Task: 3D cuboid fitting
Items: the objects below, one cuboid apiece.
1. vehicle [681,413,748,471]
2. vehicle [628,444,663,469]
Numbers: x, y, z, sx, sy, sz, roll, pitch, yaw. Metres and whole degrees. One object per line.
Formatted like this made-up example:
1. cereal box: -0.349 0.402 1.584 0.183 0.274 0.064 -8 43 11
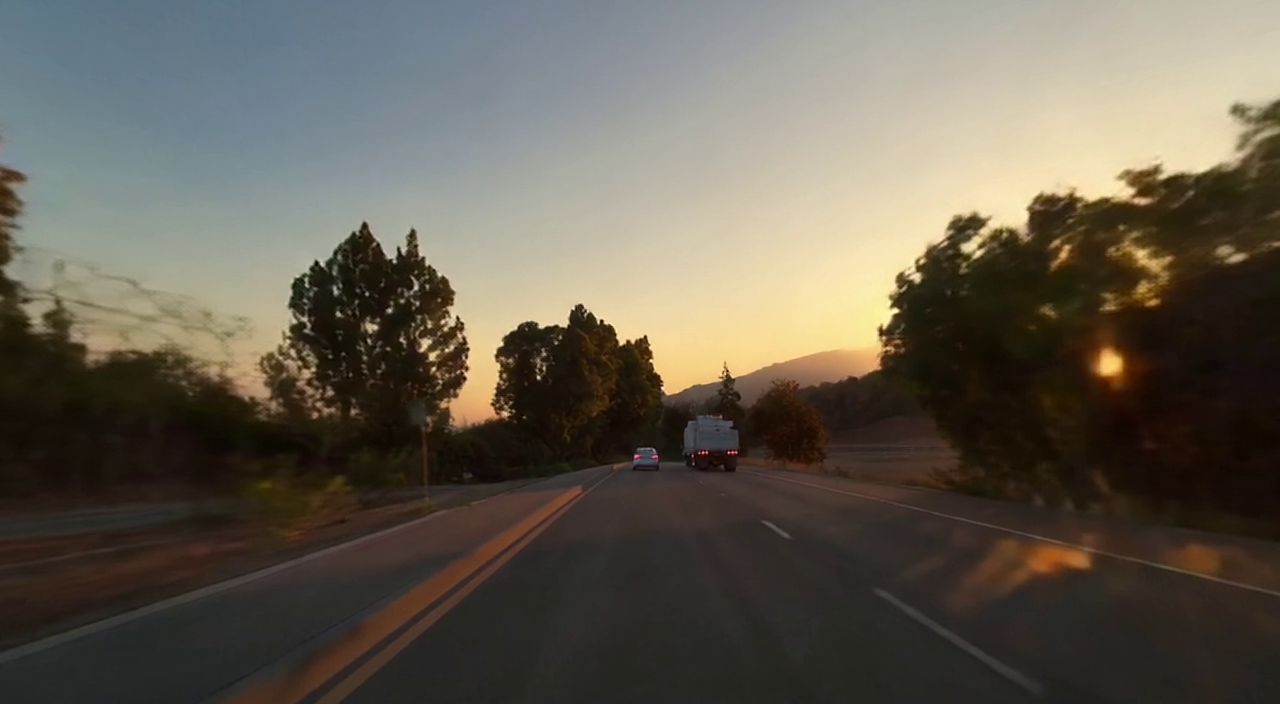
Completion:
1. vehicle: 4.399 5.593 38.911 3.015 3.211 7.982 0 -8 -1
2. vehicle: 0.360 6.680 40.368 2.170 1.544 4.373 0 -8 1
